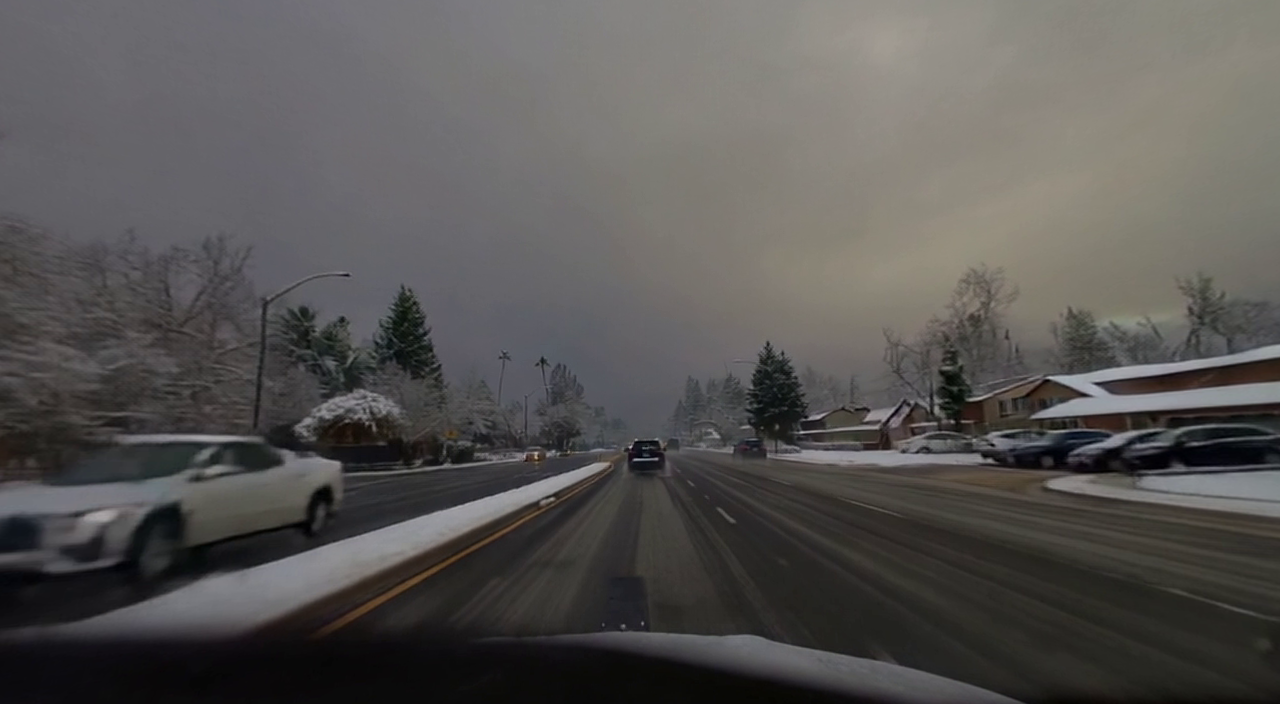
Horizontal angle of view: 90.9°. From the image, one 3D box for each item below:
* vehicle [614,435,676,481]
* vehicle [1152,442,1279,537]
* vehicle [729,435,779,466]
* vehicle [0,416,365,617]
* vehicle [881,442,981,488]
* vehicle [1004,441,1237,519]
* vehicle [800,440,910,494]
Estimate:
[{"bbox_3d":[0.172,4.222,25.371,2.289,1.679,4.180,0,-8,-1],"label":"vehicle"},{"bbox_3d":[10.970,2.221,10.090,1.854,1.477,4.525,2,-8,1],"label":"vehicle"},{"bbox_3d":[7.868,6.885,44.146,2.436,2.010,5.595,0,-8,0],"label":"vehicle"},{"bbox_3d":[-5.351,1.715,7.585,2.033,1.658,4.472,-1,-8,0],"label":"vehicle"},{"bbox_3d":[11.372,4.406,25.025,1.867,1.540,4.708,3,-9,1],"label":"vehicle"},{"bbox_3d":[11.136,2.954,15.169,1.978,1.551,4.560,0,-9,0],"label":"vehicle"},{"bbox_3d":[6.526,3.503,19.688,1.897,1.477,4.360,0,-8,0],"label":"vehicle"}]
